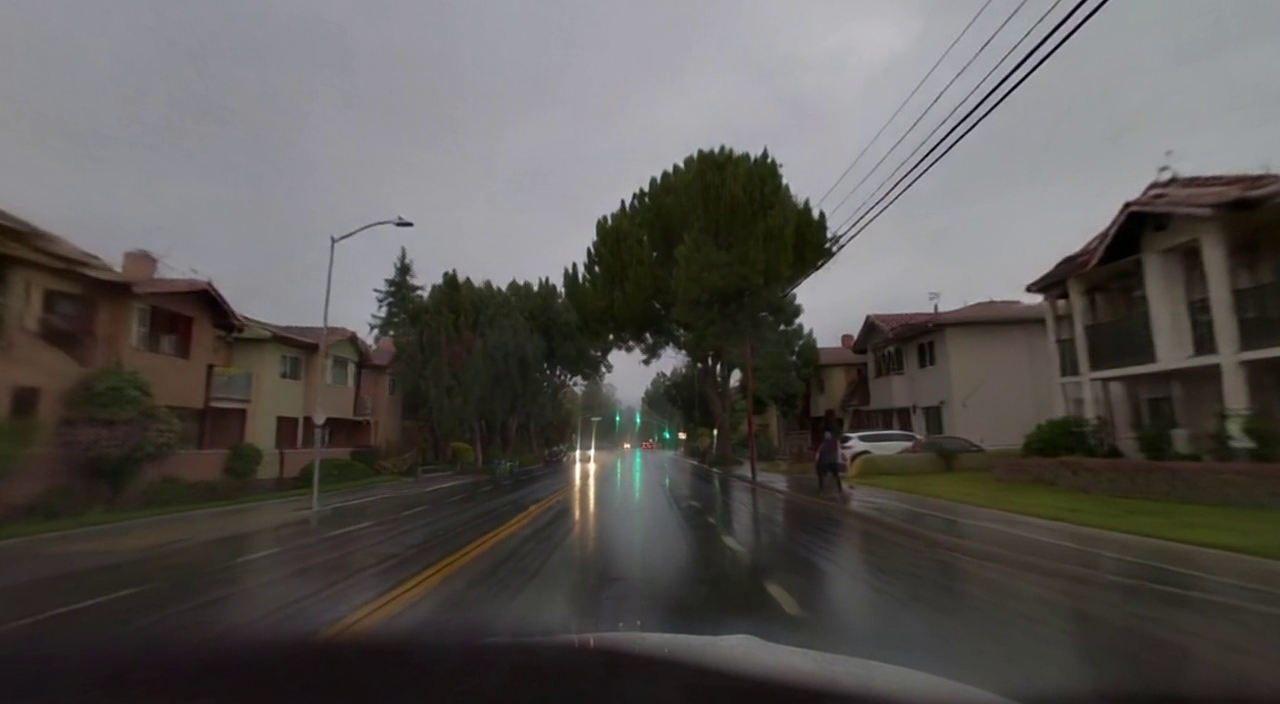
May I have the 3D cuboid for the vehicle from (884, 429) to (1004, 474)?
[{"bbox_3d":[11.948,3.965,25.308,2.181,1.530,4.867,-2,-9,-3],"label":"vehicle"}]

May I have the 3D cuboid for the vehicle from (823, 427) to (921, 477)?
[{"bbox_3d":[9.186,4.032,25.541,2.121,1.785,4.693,0,-9,-1],"label":"vehicle"}]
